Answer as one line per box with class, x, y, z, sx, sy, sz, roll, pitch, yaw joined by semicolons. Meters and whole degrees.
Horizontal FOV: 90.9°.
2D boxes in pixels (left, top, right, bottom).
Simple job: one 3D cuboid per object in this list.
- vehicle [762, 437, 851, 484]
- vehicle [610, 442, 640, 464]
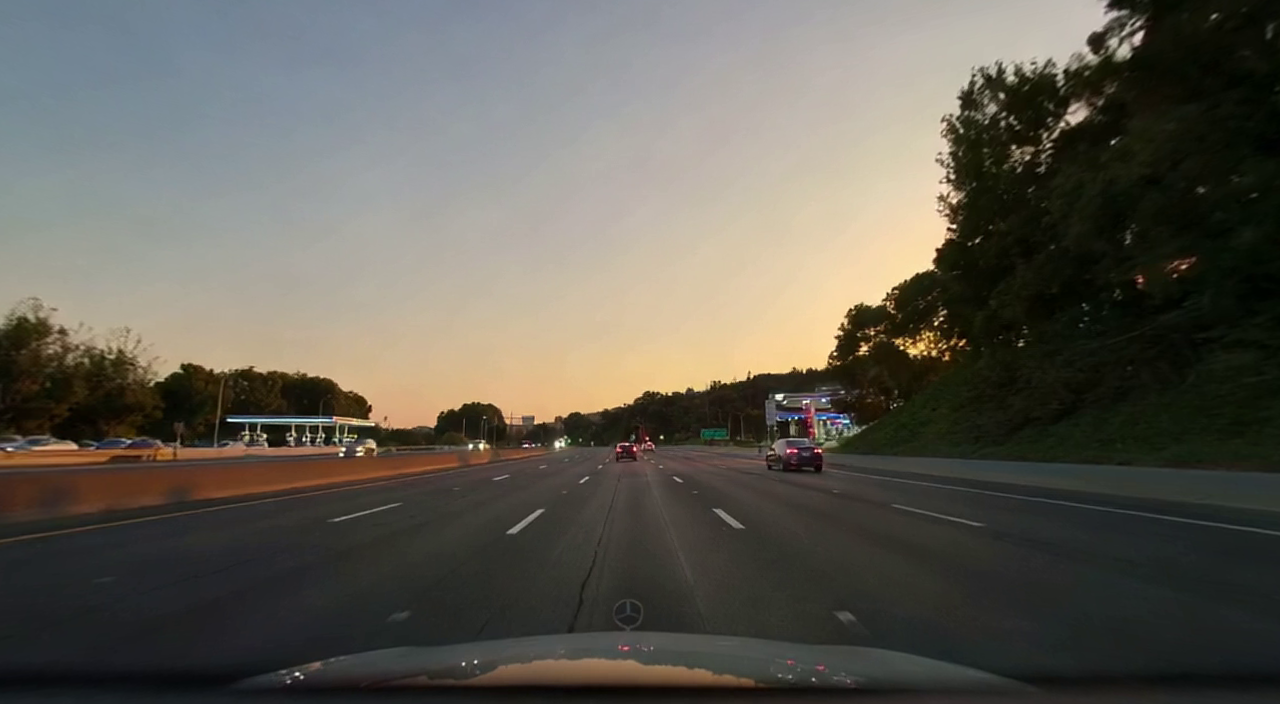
vehicle;5.615;3.723;21.909;1.867;1.463;4.295;0;-8;-1
vehicle;-1.060;7.060;44.214;1.999;1.473;4.351;0;-8;-2
